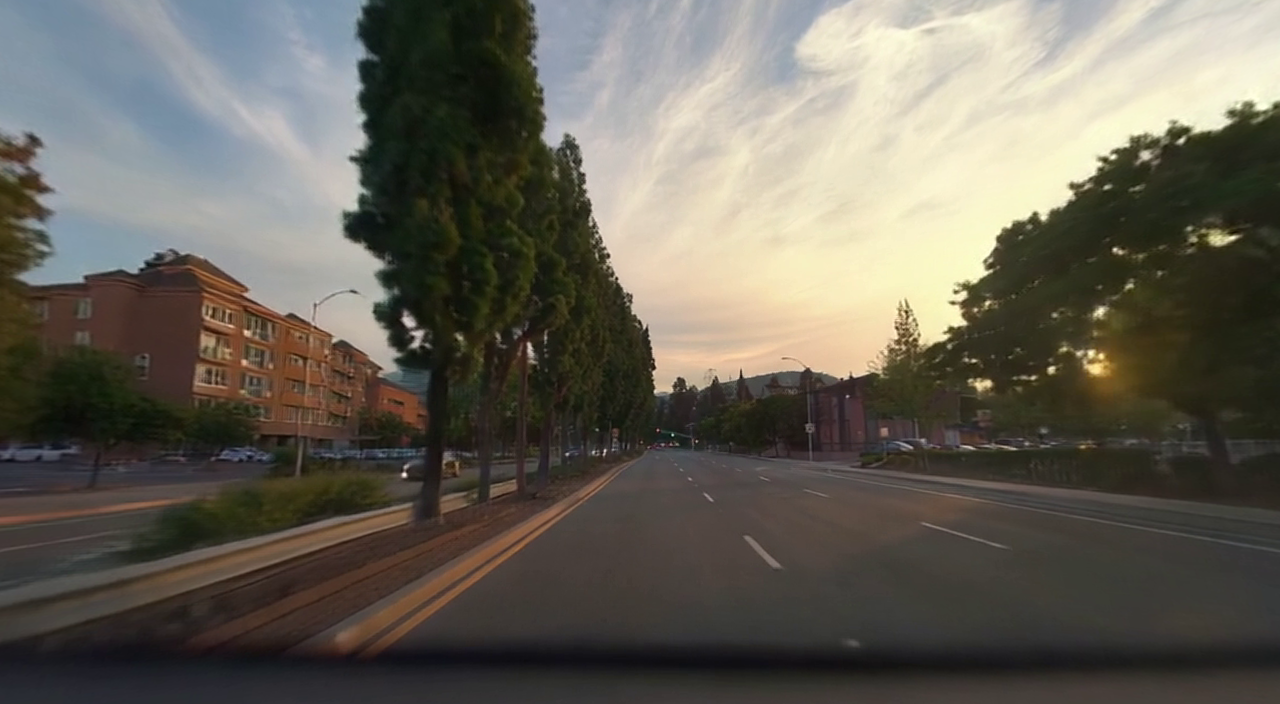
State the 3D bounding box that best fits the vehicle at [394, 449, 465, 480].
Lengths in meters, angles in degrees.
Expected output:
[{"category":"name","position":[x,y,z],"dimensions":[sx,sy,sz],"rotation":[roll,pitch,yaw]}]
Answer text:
[{"category":"vehicle","position":[-10.943,5.859,33.155],"dimensions":[1.930,1.494,4.706],"rotation":[-1,-8,2]}]
